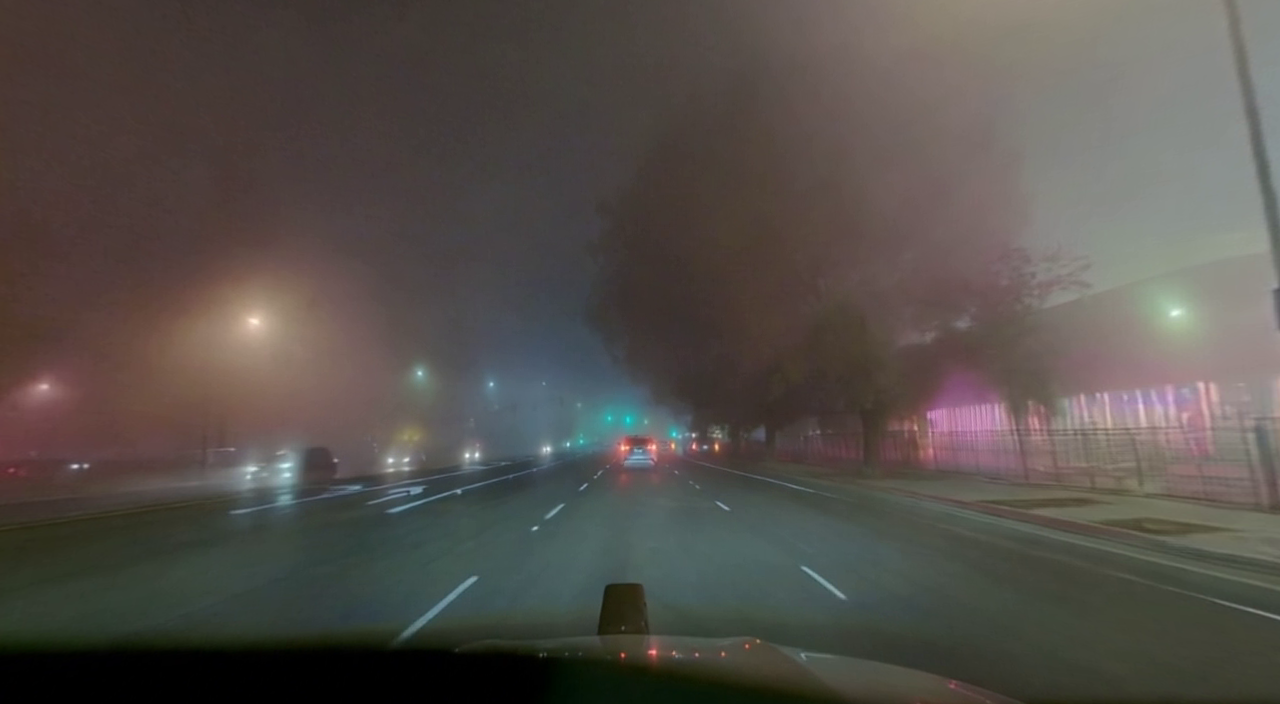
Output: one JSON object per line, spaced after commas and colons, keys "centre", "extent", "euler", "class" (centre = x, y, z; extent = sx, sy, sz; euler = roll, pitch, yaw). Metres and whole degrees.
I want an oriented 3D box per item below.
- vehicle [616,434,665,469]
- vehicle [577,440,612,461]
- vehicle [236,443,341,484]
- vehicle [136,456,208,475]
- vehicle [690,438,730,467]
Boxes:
{"centre": [0.122, 5.242, 33.358], "extent": [2.000, 1.671, 4.276], "euler": [-1, -8, 8], "class": "vehicle"}
{"centre": [-3.270, 7.186, 46.223], "extent": [2.189, 1.441, 4.350], "euler": [0, -8, 0], "class": "vehicle"}
{"centre": [-14.492, 4.576, 26.288], "extent": [1.868, 1.528, 4.317], "euler": [0, -8, 0], "class": "vehicle"}
{"centre": [-37.042, 8.989, 49.902], "extent": [4.335, 1.426, 1.719], "euler": [-1, -8, 2], "class": "vehicle"}
{"centre": [3.757, 5.392, 33.973], "extent": [1.974, 1.490, 4.231], "euler": [-1, -8, 6], "class": "vehicle"}
